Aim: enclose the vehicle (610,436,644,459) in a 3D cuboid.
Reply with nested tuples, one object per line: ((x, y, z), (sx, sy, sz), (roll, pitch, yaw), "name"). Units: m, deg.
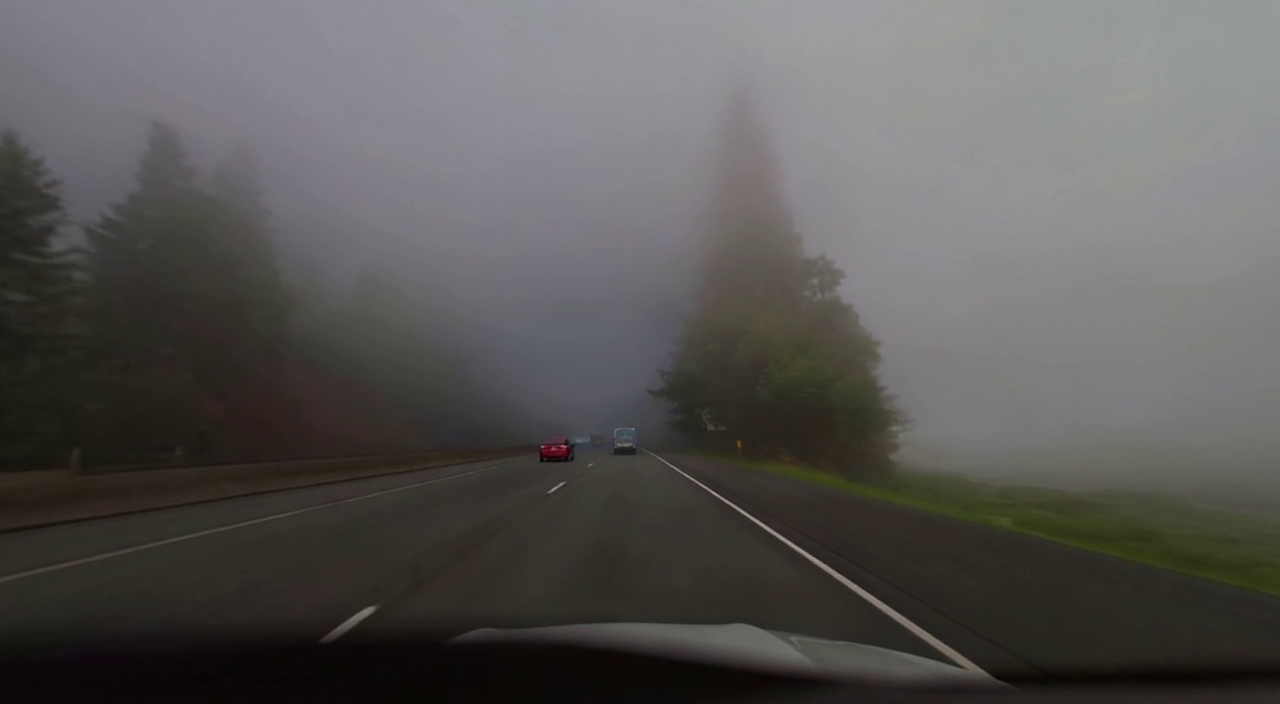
((-0.858, 6.435, 42.748), (2.162, 1.460, 4.242), (0, -8, 0), "vehicle")

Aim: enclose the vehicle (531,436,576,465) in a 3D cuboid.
((-4.508, 5.174, 33.367), (1.907, 1.445, 4.049), (0, -8, -2), "vehicle")
